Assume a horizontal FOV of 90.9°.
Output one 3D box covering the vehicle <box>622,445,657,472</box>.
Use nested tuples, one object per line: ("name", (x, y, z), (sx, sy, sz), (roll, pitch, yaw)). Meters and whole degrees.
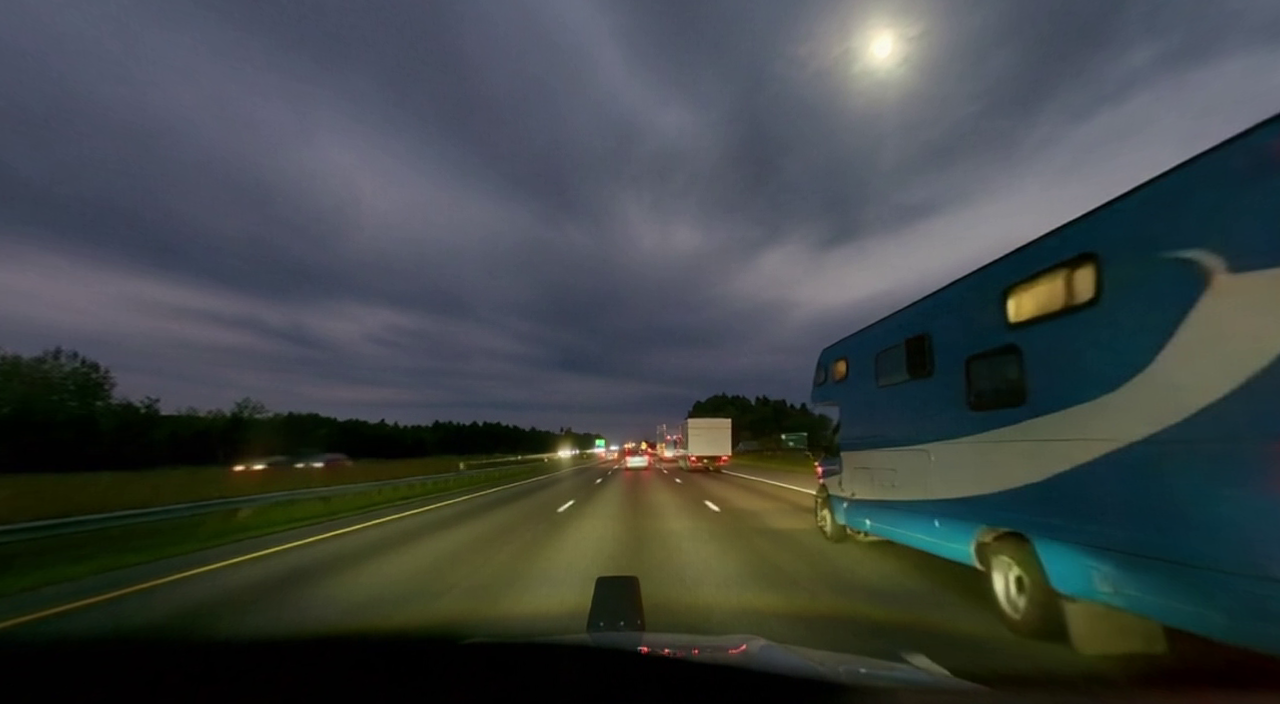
("vehicle", (-0.036, 6.997, 41.600), (2.151, 1.678, 3.923), (0, -9, 0))

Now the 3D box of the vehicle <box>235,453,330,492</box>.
("vehicle", (-15.431, 5.192, 27.458), (1.767, 1.499, 3.962), (0, -9, 0))

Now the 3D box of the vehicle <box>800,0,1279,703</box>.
("vehicle", (3.648, 0.495, 4.934), (2.698, 3.001, 7.323), (0, -9, -1))

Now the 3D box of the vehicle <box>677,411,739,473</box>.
("vehicle", (4.106, 5.782, 40.153), (2.931, 3.530, 8.760), (0, -9, -1))
